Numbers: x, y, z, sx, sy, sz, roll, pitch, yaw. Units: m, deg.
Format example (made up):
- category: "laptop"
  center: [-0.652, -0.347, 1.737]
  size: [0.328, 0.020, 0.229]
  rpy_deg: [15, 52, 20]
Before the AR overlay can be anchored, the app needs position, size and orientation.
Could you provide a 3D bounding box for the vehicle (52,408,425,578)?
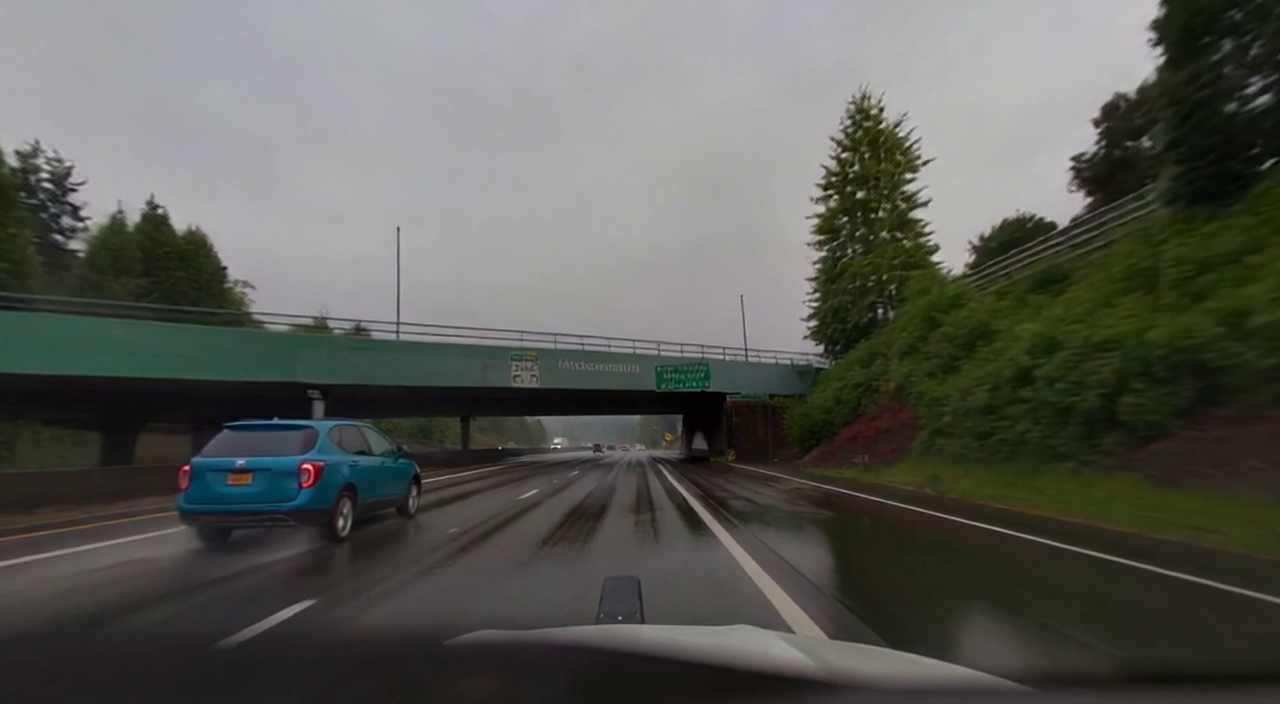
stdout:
- category: "vehicle"
  center: [-4.734, 1.703, 8.448]
  size: [2.125, 1.662, 4.336]
  rpy_deg: [0, -8, 0]
